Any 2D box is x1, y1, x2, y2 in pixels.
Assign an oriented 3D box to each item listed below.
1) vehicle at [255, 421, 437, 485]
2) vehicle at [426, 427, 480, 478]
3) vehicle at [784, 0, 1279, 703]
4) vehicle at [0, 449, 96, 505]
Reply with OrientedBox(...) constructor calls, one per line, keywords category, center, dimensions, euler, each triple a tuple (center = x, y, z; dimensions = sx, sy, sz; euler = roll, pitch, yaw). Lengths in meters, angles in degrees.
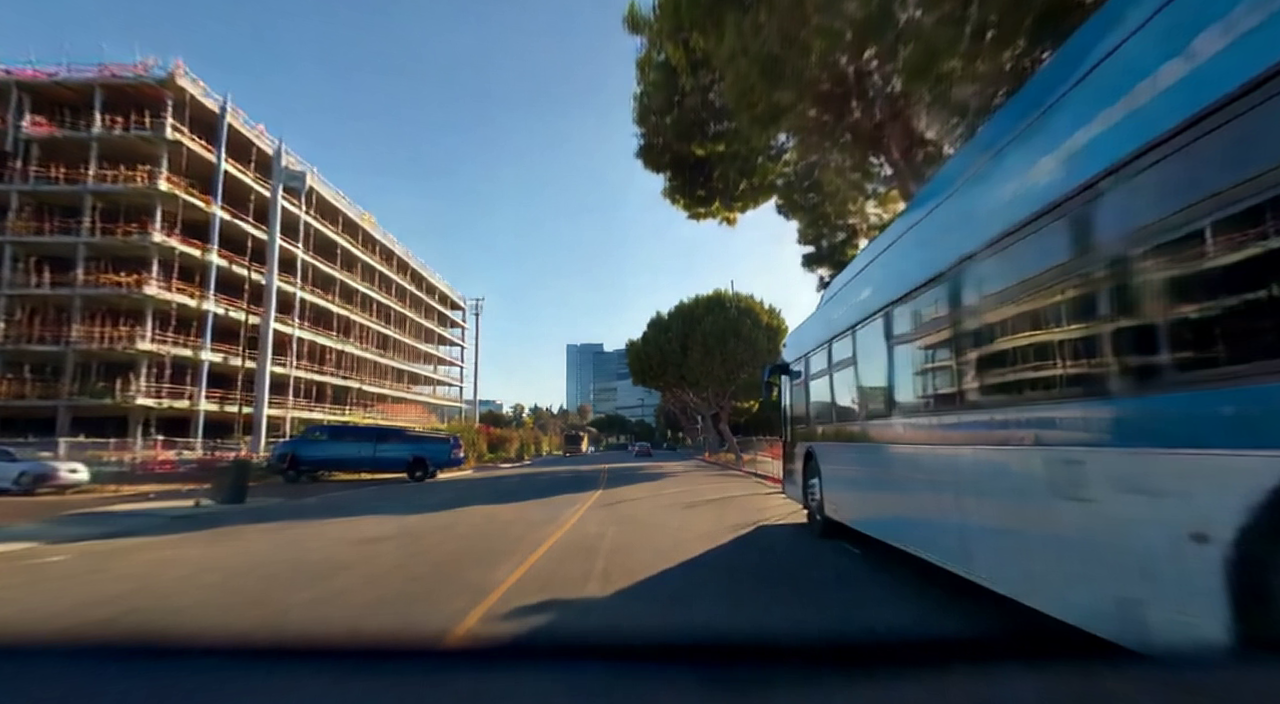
OrientedBox(category="vehicle", center=(-13.513, 4.741, 29.724), dimensions=(7.067, 2.785, 2.980), euler=(1, -8, -9))
OrientedBox(category="vehicle", center=(-8.069, 4.338, 27.480), dimensions=(1.515, 2.074, 2.668), euler=(0, -7, -1))
OrientedBox(category="vehicle", center=(3.836, 0.360, 5.087), dimensions=(3.040, 3.424, 12.508), euler=(0, -8, 3))
OrientedBox(category="vehicle", center=(-18.004, 3.504, 17.884), dimensions=(1.779, 1.471, 3.705), euler=(0, -8, 1))
